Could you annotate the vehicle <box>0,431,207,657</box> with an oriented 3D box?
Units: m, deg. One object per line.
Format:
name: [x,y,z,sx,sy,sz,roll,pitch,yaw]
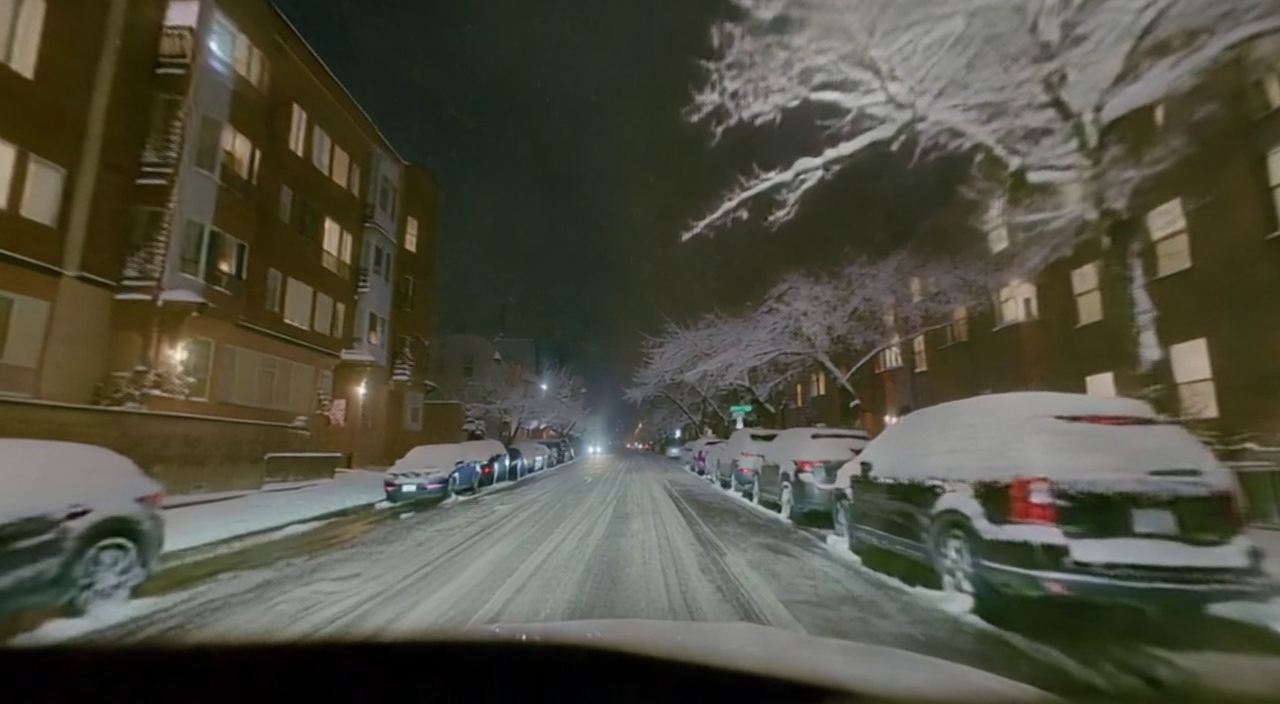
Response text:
vehicle: [-5.117,1.323,4.458,1.628,1.504,3.500,0,-8,0]

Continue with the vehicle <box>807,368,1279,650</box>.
vehicle: [3.391,1.367,6.630,1.835,1.809,4.997,0,-8,-1]

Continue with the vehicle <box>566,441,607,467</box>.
vehicle: [-3.191,6.210,38.573,1.939,1.504,4.121,-1,-8,3]

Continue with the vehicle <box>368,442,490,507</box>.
vehicle: [-5.450,3.178,16.951,1.647,1.481,4.433,0,-8,1]

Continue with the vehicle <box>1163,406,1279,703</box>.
vehicle: [3.707,0.748,1.018,1.740,1.527,4.602,0,-8,-1]
